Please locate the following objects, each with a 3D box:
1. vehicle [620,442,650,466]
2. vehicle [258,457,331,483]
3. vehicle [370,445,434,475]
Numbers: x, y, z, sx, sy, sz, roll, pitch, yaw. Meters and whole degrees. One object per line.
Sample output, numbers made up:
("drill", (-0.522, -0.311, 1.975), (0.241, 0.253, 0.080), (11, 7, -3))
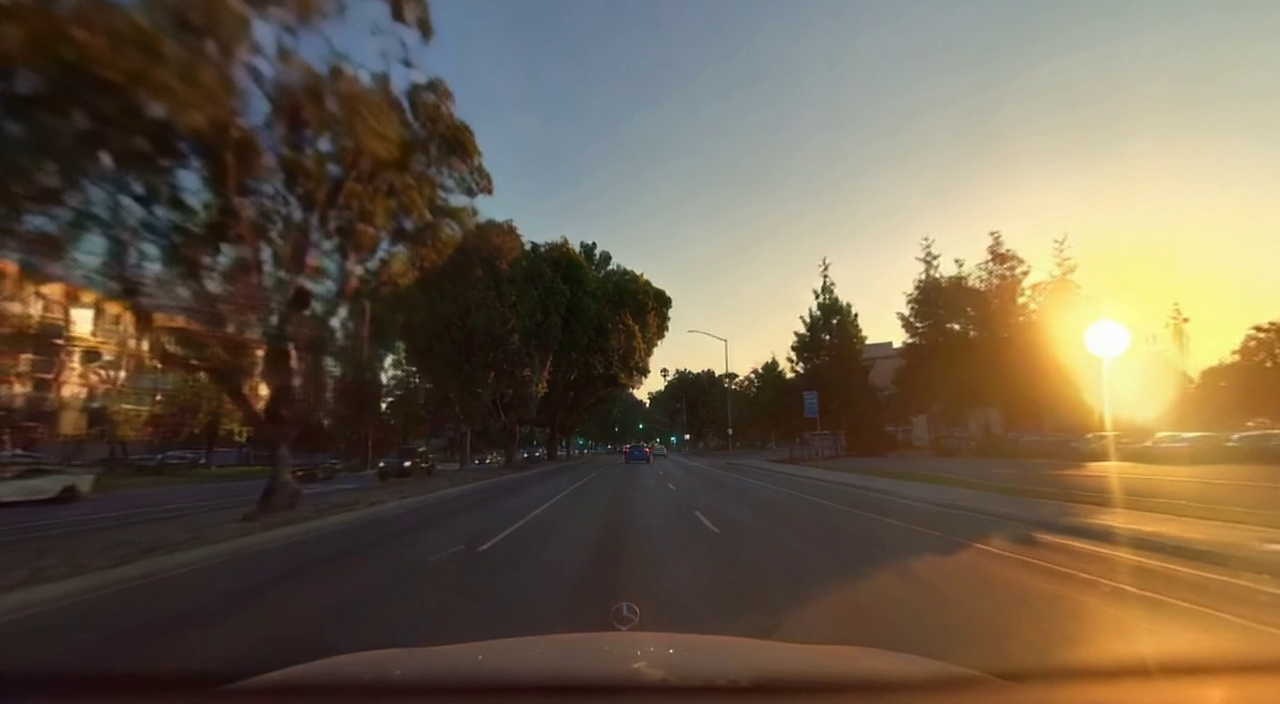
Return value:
("vehicle", (-0.358, 7.872, 48.776), (2.174, 1.703, 4.231), (0, -9, 0))
("vehicle", (-21.499, 7.328, 39.517), (1.875, 1.499, 4.569), (0, -9, 1))
("vehicle", (-14.935, 6.787, 39.896), (2.083, 1.795, 4.880), (0, -9, 1))
